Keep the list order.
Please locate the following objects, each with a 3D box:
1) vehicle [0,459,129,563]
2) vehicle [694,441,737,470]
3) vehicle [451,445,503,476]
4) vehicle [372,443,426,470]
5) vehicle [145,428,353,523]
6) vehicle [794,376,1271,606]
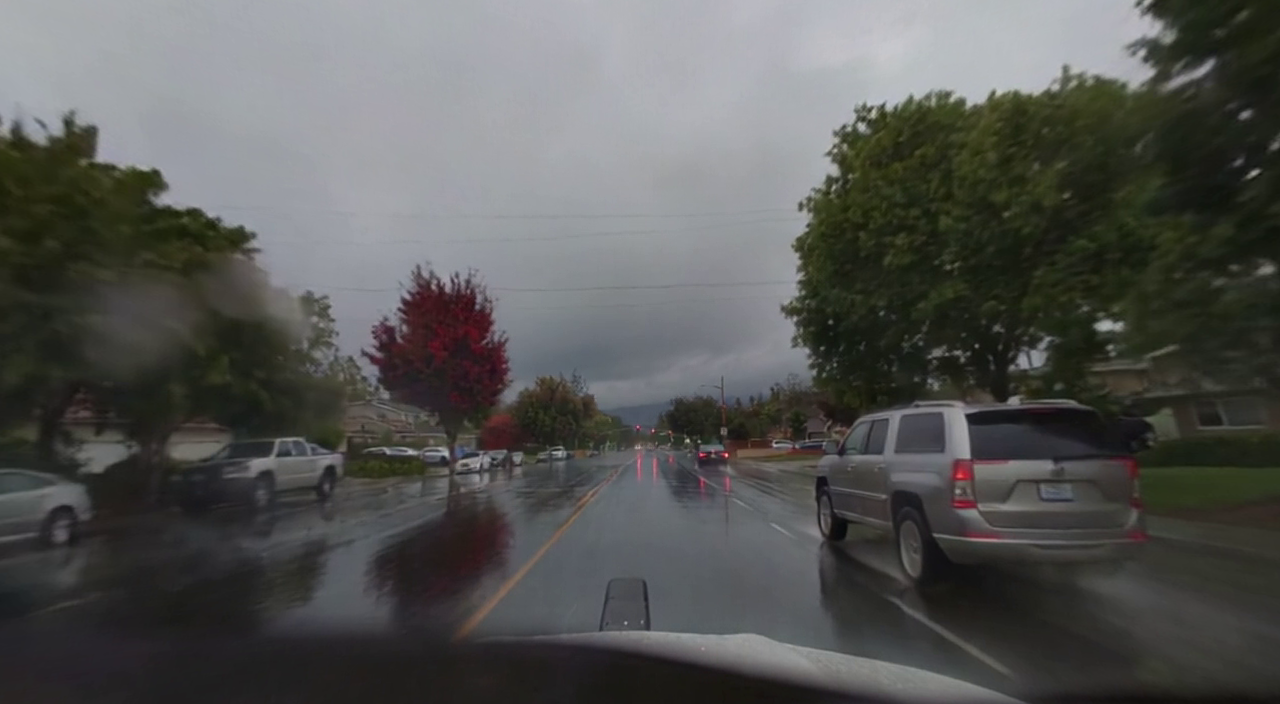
[{"bbox_3d":[-10.656,2.489,9.534,2.006,1.476,4.570,-3,-8,1],"label":"vehicle"},{"bbox_3d":[4.227,5.849,35.763,1.956,1.492,4.425,0,-8,1],"label":"vehicle"},{"bbox_3d":[-10.309,6.863,40.169,2.083,1.791,4.585,-3,-8,1],"label":"vehicle"},{"bbox_3d":[-17.249,7.469,45.371,1.914,1.792,4.470,0,-8,3],"label":"vehicle"},{"bbox_3d":[-10.521,3.356,17.762,2.254,2.127,5.697,-2,-9,0],"label":"vehicle"},{"bbox_3d":[3.958,1.571,8.204,2.497,1.889,5.833,0,-8,1],"label":"vehicle"}]
